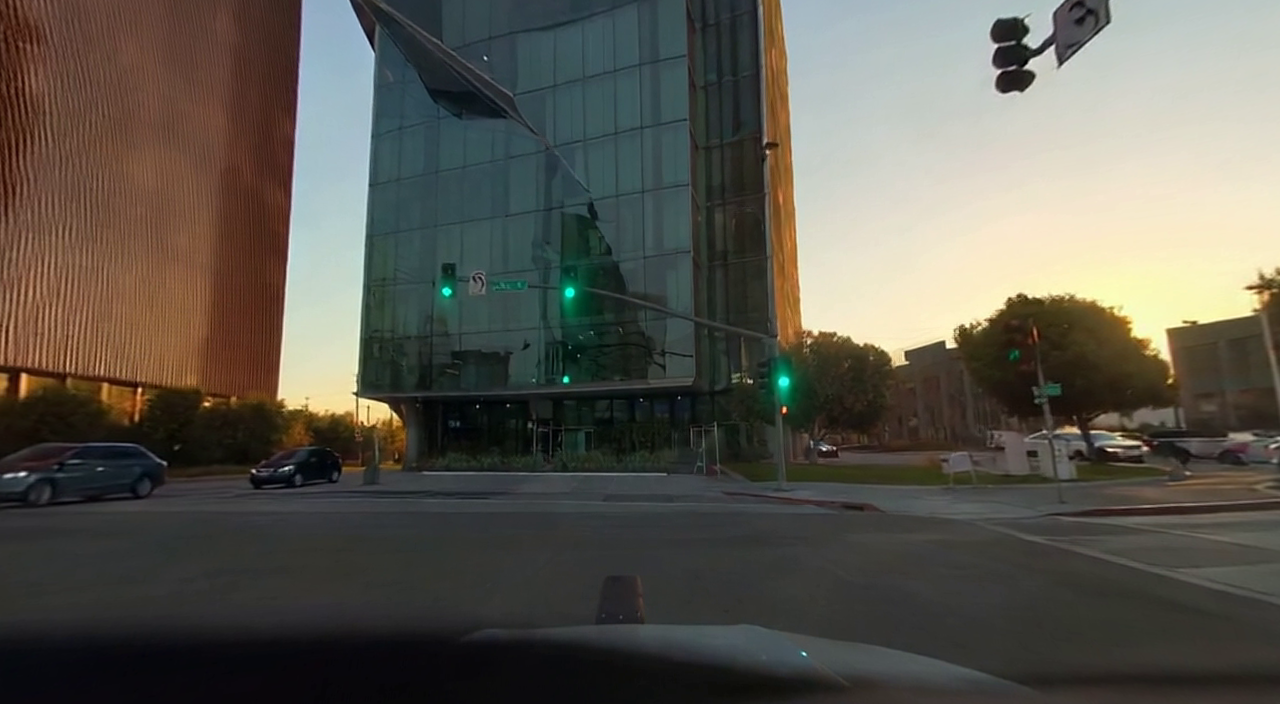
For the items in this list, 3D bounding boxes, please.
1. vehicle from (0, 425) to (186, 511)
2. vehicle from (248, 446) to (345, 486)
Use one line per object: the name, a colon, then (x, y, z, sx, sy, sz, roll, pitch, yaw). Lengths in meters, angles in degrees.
vehicle: (-14.976, 2.972, 16.654, 2.091, 1.915, 5.040, 0, -9, 1)
vehicle: (-15.089, 4.982, 27.936, 1.932, 1.605, 4.146, 0, -9, 0)
